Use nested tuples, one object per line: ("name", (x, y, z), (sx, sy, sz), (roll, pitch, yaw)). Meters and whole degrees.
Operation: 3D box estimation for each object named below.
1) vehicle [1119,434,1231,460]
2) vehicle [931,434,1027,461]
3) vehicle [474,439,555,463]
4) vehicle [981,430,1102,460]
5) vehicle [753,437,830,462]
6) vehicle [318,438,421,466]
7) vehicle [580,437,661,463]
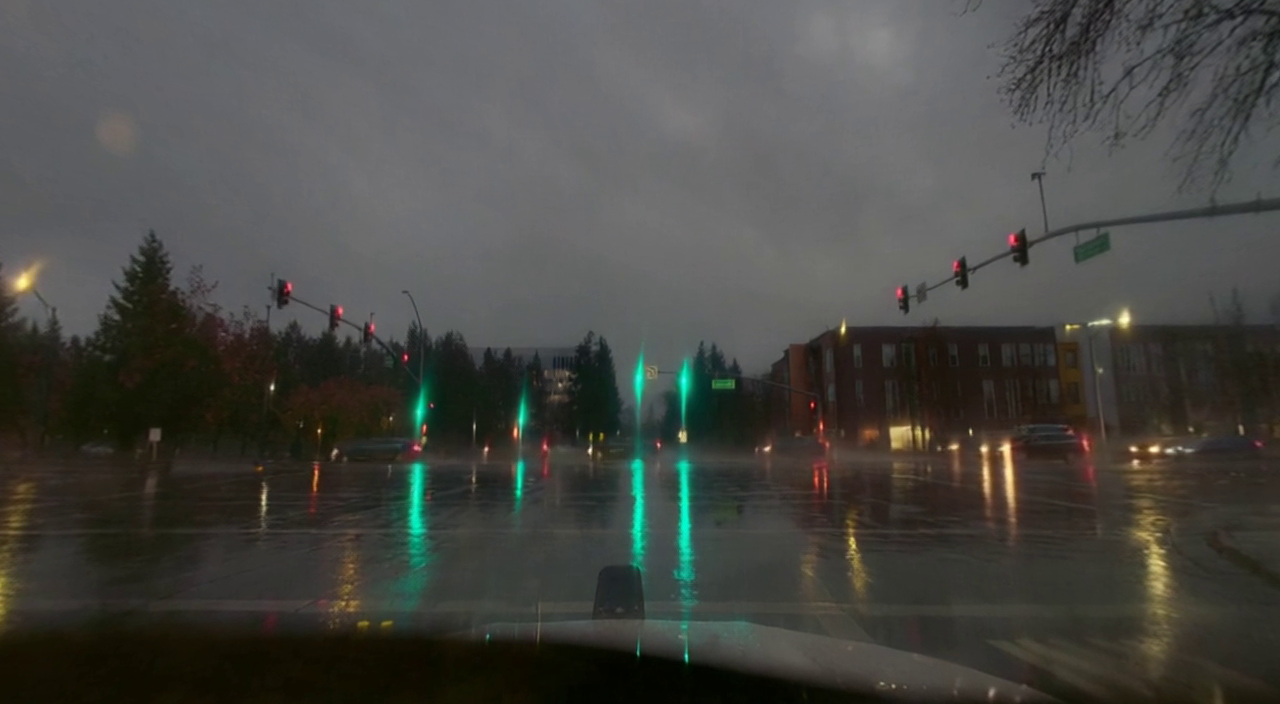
("vehicle", (31.099, 5.533, 36.807), (4.724, 1.452, 1.870), (0, -9, 0))
("vehicle", (19.616, 5.558, 36.720), (4.519, 1.476, 1.767), (0, -9, 0))
("vehicle", (-7.949, 6.282, 40.219), (4.759, 1.445, 1.865), (0, -9, 0))
("vehicle", (25.272, 5.874, 39.904), (6.133, 1.833, 2.155), (0, -9, -2))
("vehicle", (9.598, 6.194, 40.204), (4.443, 1.472, 1.794), (0, -9, 1))
("vehicle", (-14.252, 5.295, 33.436), (4.629, 1.423, 1.833), (-1, -9, 2))
("vehicle", (-1.124, 5.682, 36.789), (4.631, 1.435, 1.715), (0, -9, 0))
